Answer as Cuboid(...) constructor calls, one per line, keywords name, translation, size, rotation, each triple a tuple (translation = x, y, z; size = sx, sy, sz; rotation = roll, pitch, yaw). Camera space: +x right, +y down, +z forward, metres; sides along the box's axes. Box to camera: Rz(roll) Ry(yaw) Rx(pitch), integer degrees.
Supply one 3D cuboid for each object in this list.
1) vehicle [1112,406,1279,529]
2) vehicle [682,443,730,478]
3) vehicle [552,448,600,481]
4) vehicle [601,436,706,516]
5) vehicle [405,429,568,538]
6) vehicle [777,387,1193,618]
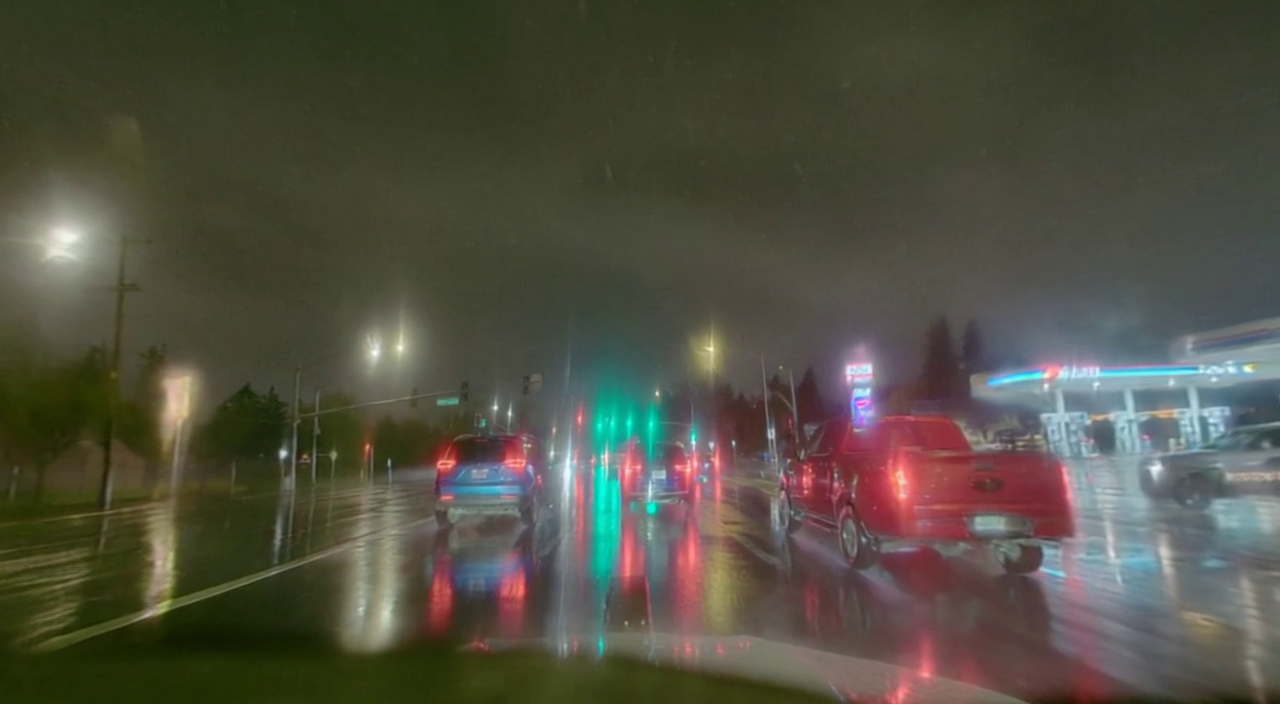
Cuboid(name="vehicle", translation=(13.003, 2.087, 12.547), size=(5.925, 2.008, 2.478), rotation=(0, -8, -16))
Cuboid(name="vehicle", translation=(3.525, 5.857, 34.225), size=(2.122, 1.745, 4.337), rotation=(0, -8, 0))
Cuboid(name="vehicle", translation=(-3.161, 5.659, 32.000), size=(1.954, 1.497, 4.078), rotation=(0, -8, 1))
Cuboid(name="vehicle", translation=(0.262, 2.889, 15.223), size=(2.181, 1.650, 4.083), rotation=(0, -8, -1))
Cuboid(name="vehicle", translation=(-2.735, 2.438, 12.374), size=(2.019, 1.731, 4.299), rotation=(0, -8, 1))
Cuboid(name="vehicle", translation=(3.383, 1.610, 7.854), size=(2.161, 1.868, 5.321), rotation=(0, -8, 0))
